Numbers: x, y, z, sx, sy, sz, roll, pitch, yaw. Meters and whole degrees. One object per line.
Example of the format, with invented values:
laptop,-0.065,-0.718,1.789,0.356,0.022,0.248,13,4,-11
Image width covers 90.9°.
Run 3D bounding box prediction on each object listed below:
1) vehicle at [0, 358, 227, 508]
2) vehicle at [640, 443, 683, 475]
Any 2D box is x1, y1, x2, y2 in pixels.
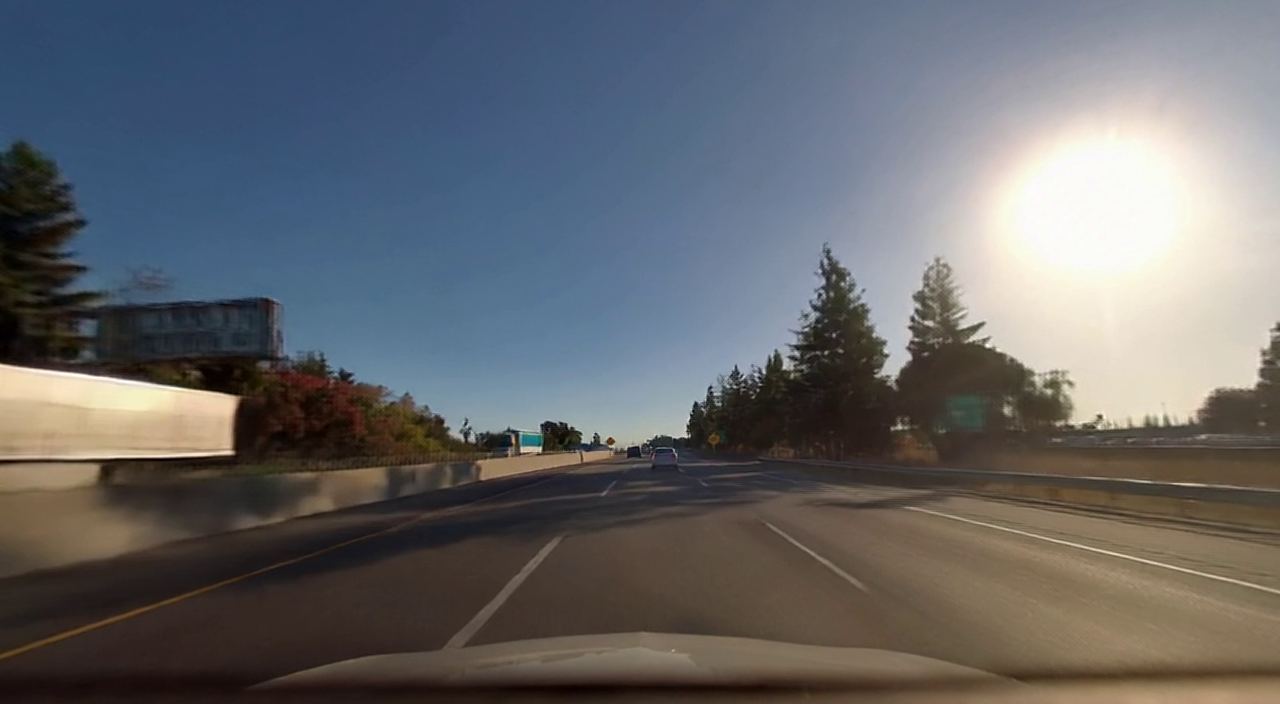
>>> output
vehicle,-19.137,2.489,19.032,3.305,4.060,14.698,0,-9,0
vehicle,1.141,5.949,35.135,2.231,1.652,4.503,0,-9,0
